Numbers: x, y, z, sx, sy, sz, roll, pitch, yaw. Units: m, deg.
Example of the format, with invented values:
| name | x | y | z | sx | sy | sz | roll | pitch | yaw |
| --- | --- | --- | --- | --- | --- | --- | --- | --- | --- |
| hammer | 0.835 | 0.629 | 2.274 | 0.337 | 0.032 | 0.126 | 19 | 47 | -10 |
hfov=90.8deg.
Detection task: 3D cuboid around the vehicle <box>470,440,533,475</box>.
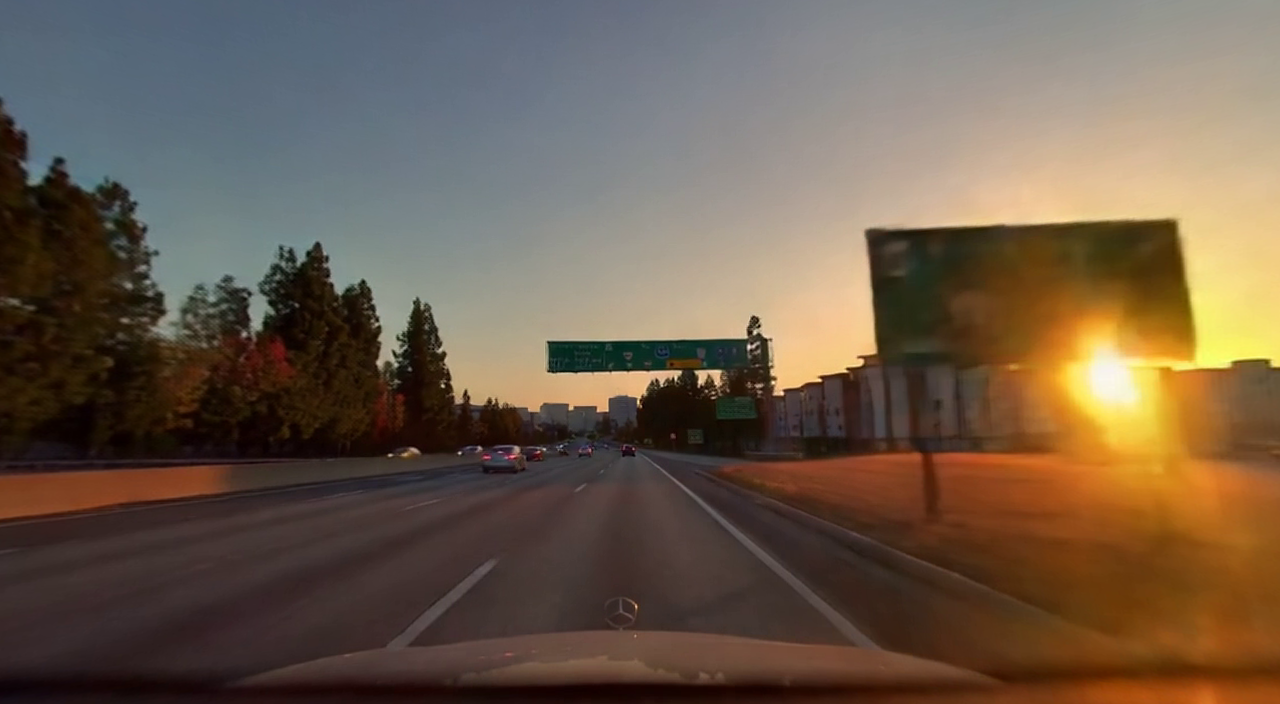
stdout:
| name | x | y | z | sx | sy | sz | roll | pitch | yaw |
| --- | --- | --- | --- | --- | --- | --- | --- | --- | --- |
| vehicle | -6.839 | 5.239 | 31.685 | 2.016 | 1.606 | 4.806 | 0 | -8 | 1 |
